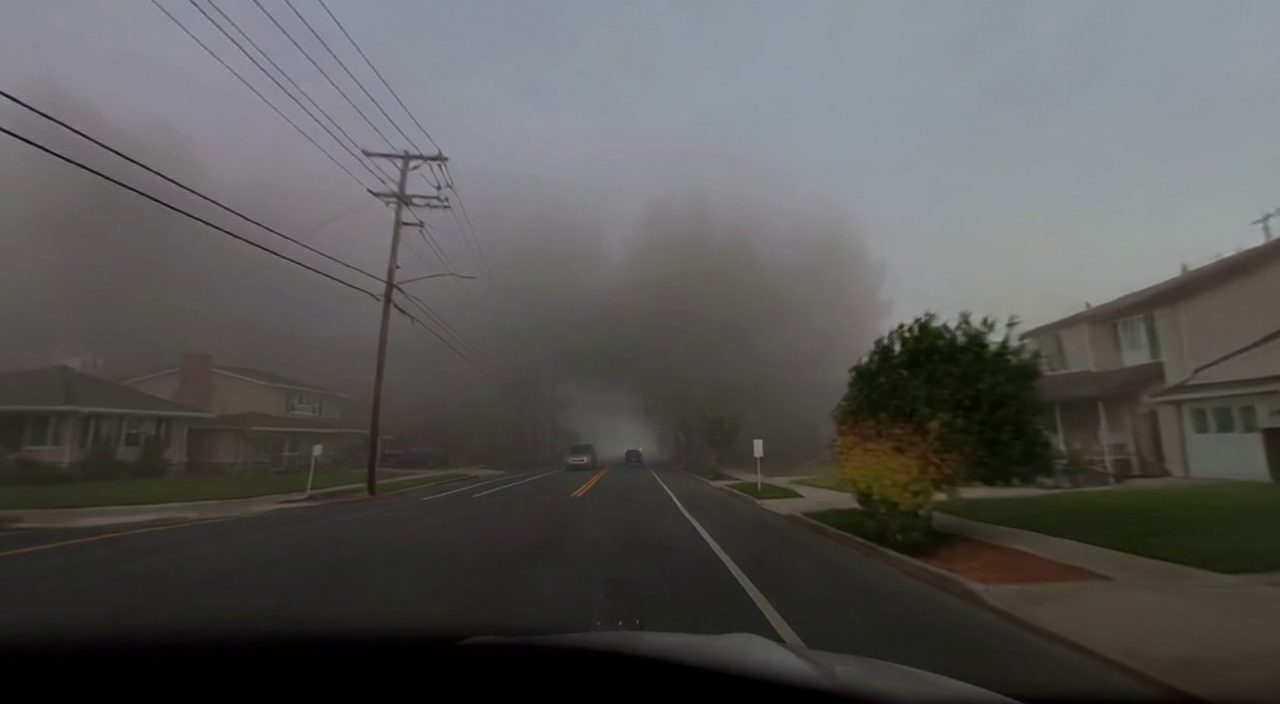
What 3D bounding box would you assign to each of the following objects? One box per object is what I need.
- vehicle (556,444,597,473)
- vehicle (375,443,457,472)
[{"bbox_3d":[-4.059,6.912,41.170,2.145,1.762,4.960,0,-9,0],"label":"vehicle"},{"bbox_3d":[-14.861,7.013,42.113,4.662,1.832,2.063,1,-9,-5],"label":"vehicle"}]
